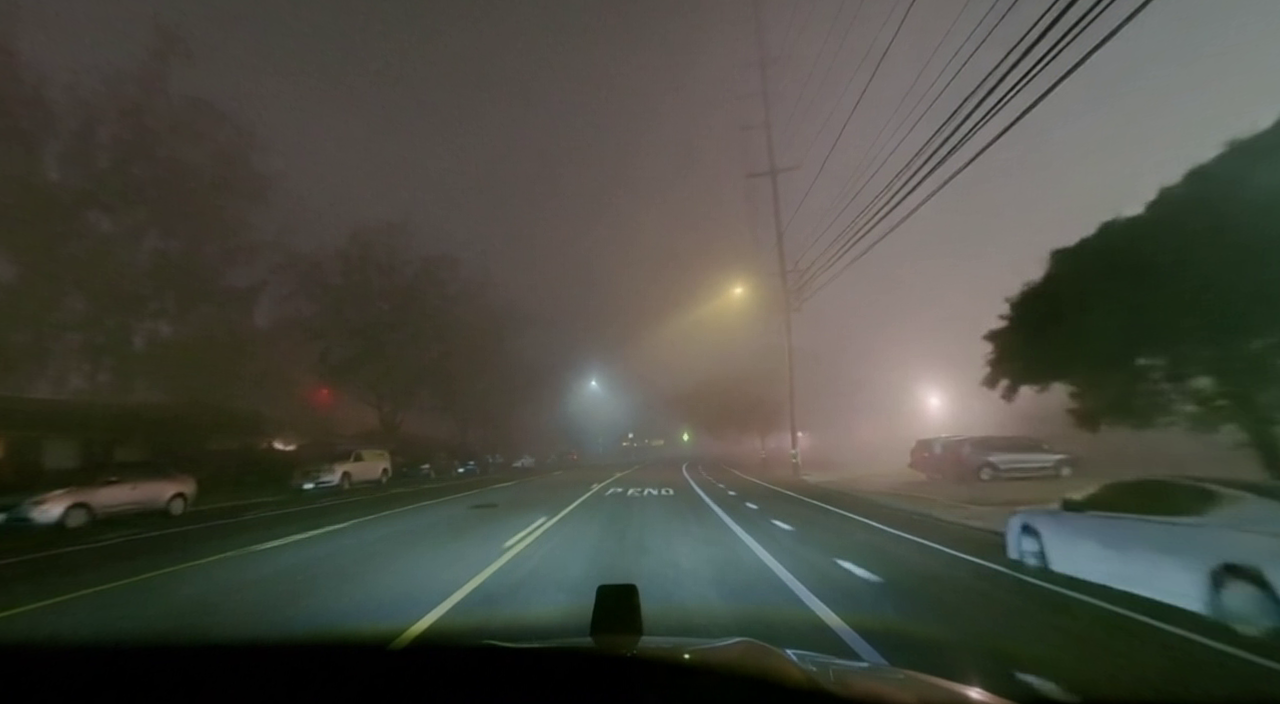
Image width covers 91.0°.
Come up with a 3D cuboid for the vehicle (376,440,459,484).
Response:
[{"bbox_3d":[-11.183,5.582,32.135,2.114,1.925,5.449,-3,-9,2],"label":"vehicle"}]

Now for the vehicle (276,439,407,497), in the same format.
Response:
[{"bbox_3d":[-11.510,4.505,24.881,2.225,1.887,5.672,-3,-9,3],"label":"vehicle"}]

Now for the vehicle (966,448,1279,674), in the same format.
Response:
[{"bbox_3d":[5.164,1.615,5.715,1.959,1.439,4.532,0,-8,0],"label":"vehicle"}]

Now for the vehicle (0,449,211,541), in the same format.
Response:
[{"bbox_3d":[-11.986,3.025,13.810,1.907,1.612,4.594,-3,-9,0],"label":"vehicle"}]

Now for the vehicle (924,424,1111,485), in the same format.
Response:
[{"bbox_3d":[12.037,3.300,20.368,4.710,1.846,1.985,0,-8,2],"label":"vehicle"}]

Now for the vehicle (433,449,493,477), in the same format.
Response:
[{"bbox_3d":[-10.673,6.702,38.331,1.908,1.491,4.627,-1,-8,5],"label":"vehicle"}]
